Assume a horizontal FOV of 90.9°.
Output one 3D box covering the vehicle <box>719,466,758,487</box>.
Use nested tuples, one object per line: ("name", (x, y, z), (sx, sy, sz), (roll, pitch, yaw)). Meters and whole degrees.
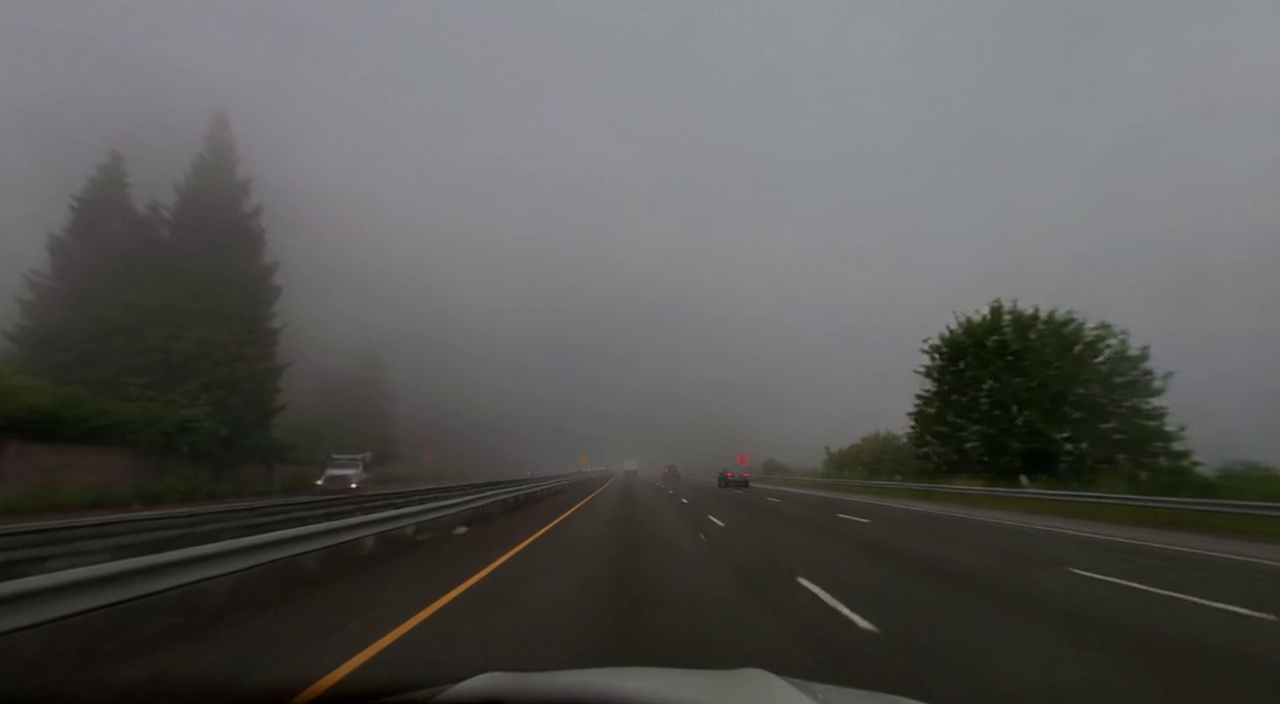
("vehicle", (7.218, 9.190, 46.628), (2.024, 1.476, 4.352), (1, -10, -2))

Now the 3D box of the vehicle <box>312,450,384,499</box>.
("vehicle", (-21.043, 8.878, 45.877), (2.775, 3.214, 6.920), (2, -11, -9))
